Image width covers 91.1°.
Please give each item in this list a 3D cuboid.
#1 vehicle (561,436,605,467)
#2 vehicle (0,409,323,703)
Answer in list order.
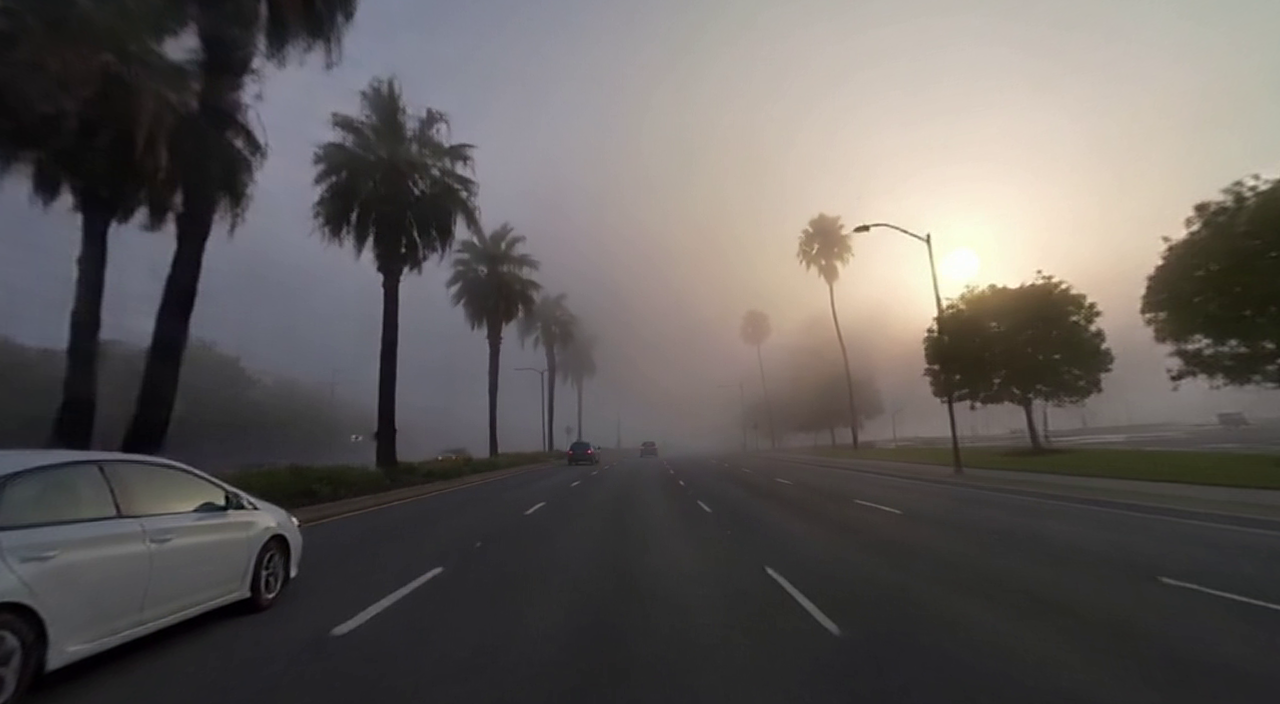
[{"bbox_3d":[-3.569,6.336,40.216,2.188,1.819,4.667,-1,-8,3],"label":"vehicle"},{"bbox_3d":[-3.670,1.008,2.756,2.036,1.478,4.771,0,-8,0],"label":"vehicle"}]
